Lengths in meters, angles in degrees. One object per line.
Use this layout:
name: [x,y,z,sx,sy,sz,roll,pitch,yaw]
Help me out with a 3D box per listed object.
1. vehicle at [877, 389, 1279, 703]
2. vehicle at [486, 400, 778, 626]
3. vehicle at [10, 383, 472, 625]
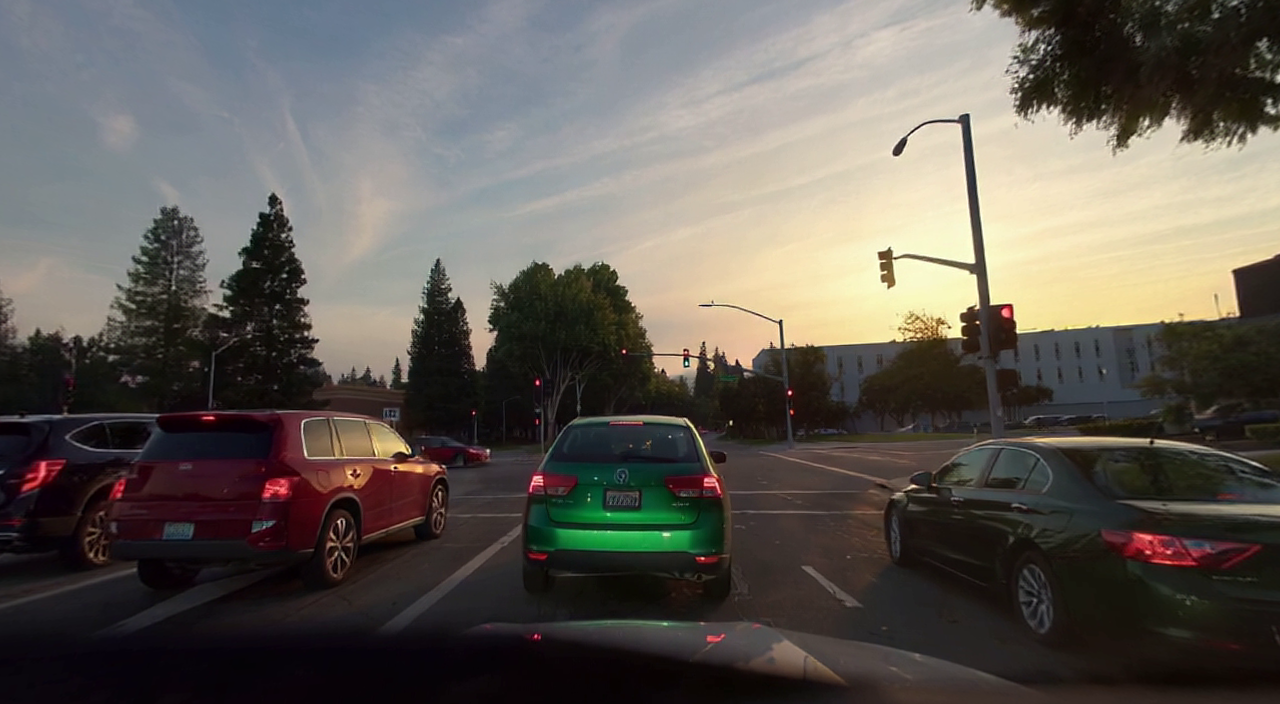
vehicle: [3.594,1.209,4.601,2.010,1.486,4.498,0,-8,1]
vehicle: [-0.034,1.401,6.307,2.047,1.579,3.642,0,-8,1]
vehicle: [-3.541,1.430,6.866,2.014,1.755,4.360,0,-8,3]
